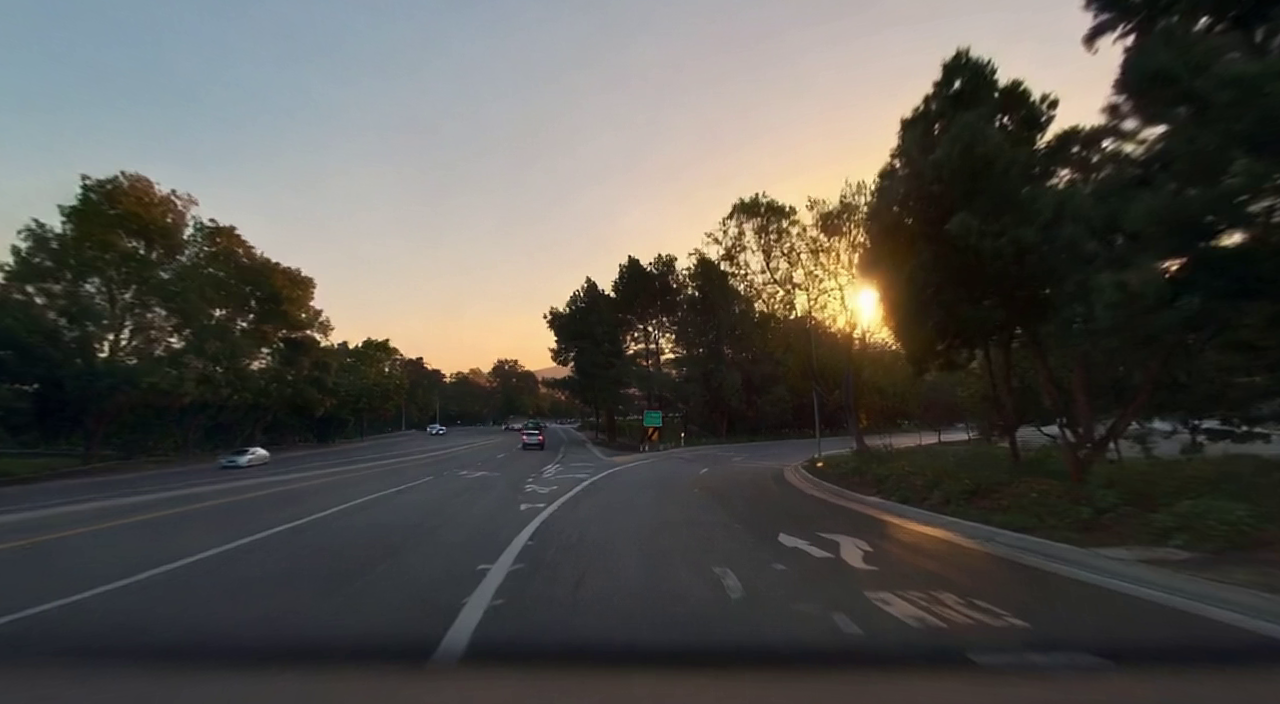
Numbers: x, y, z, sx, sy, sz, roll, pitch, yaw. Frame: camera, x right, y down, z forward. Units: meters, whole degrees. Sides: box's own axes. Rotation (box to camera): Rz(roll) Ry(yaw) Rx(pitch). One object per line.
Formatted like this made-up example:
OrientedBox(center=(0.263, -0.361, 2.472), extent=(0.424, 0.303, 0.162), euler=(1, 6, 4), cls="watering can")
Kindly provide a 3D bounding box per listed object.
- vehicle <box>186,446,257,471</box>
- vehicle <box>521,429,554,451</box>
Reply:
OrientedBox(center=(-27.105, 6.873, 41.090), extent=(1.943, 1.468, 4.460), euler=(1, -9, -6), cls="vehicle")
OrientedBox(center=(-7.190, 6.223, 44.631), extent=(2.108, 1.472, 4.099), euler=(1, -9, -7), cls="vehicle")
